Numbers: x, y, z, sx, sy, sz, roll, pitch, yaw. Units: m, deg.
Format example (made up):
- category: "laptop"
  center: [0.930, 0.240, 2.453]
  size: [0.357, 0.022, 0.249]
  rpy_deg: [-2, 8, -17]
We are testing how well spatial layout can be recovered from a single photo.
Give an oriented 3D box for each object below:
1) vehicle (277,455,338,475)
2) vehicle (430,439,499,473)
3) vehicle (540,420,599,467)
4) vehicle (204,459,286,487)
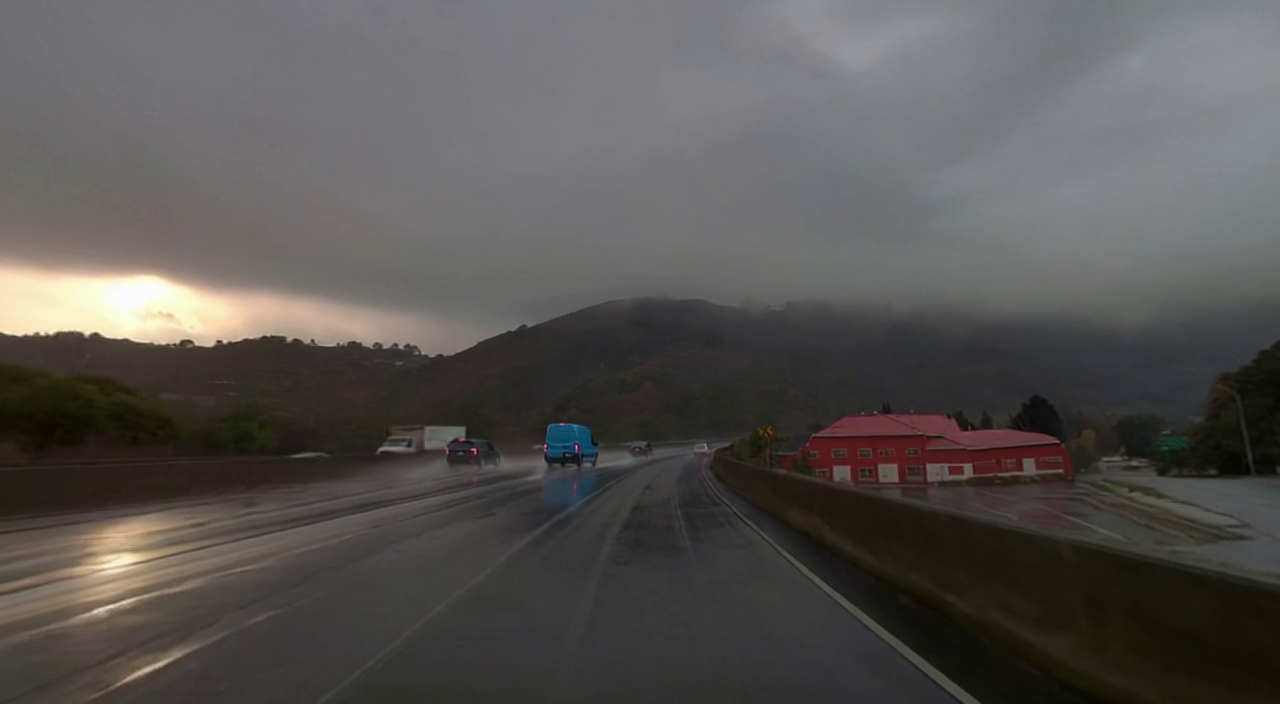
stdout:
- category: "vehicle"
  center: [-26.021, 8.832, 49.601]
  size: [1.920, 1.475, 4.695]
  rpy_deg: [-1, -9, 6]
- category: "vehicle"
  center: [-8.648, 5.153, 31.475]
  size: [1.821, 1.524, 4.342]
  rpy_deg: [-1, -9, 6]
- category: "vehicle"
  center: [-4.292, 5.778, 39.698]
  size: [2.314, 2.703, 6.441]
  rpy_deg: [-1, -9, 6]
- category: "vehicle"
  center: [-23.739, 7.271, 38.164]
  size: [1.810, 1.457, 4.410]
  rpy_deg: [-1, -9, 5]
